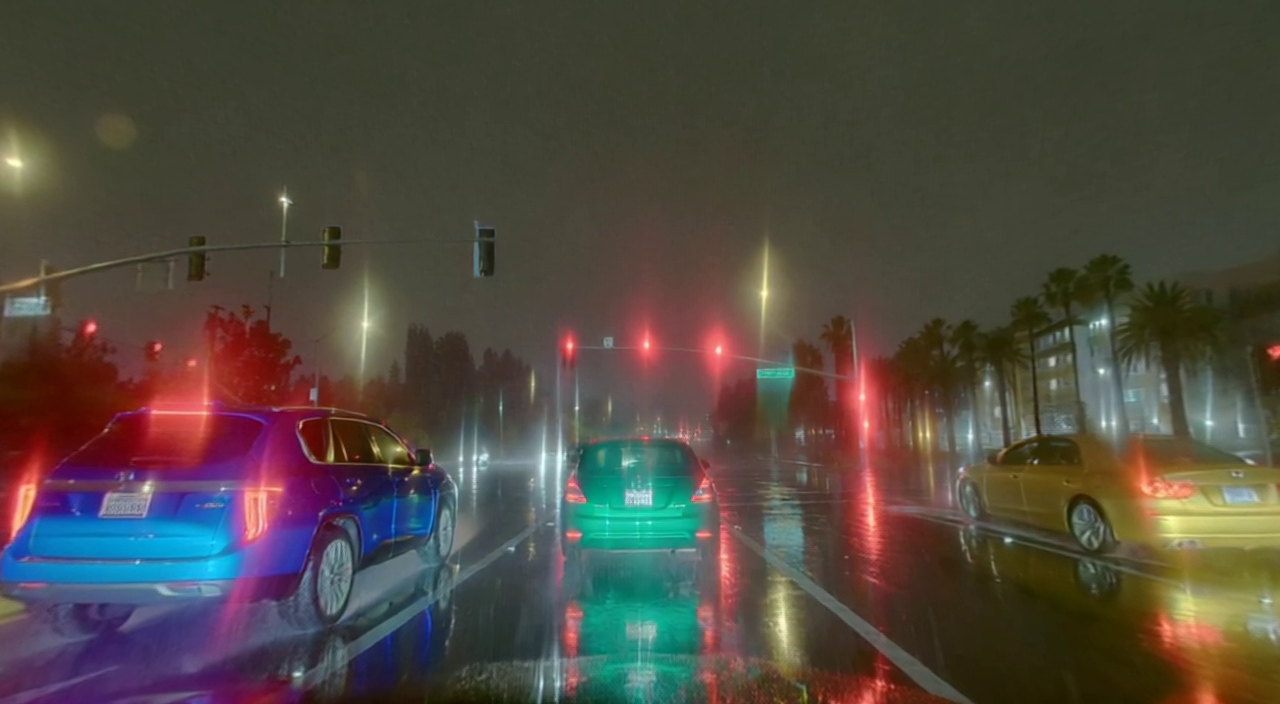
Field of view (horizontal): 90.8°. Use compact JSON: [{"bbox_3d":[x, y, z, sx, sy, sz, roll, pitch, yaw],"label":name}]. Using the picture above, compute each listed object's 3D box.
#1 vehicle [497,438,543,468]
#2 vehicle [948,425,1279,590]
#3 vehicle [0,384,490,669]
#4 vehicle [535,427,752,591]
[{"bbox_3d":[-7.914,6.695,42.079,2.130,1.810,4.450,-2,-8,1],"label":"vehicle"},{"bbox_3d":[6.094,1.759,8.096,1.970,1.489,4.482,0,-8,-1],"label":"vehicle"},{"bbox_3d":[-3.094,1.365,6.082,2.051,1.682,4.467,0,-8,2],"label":"vehicle"},{"bbox_3d":[0.002,1.706,7.727,1.942,1.445,3.973,0,-8,-1],"label":"vehicle"}]
